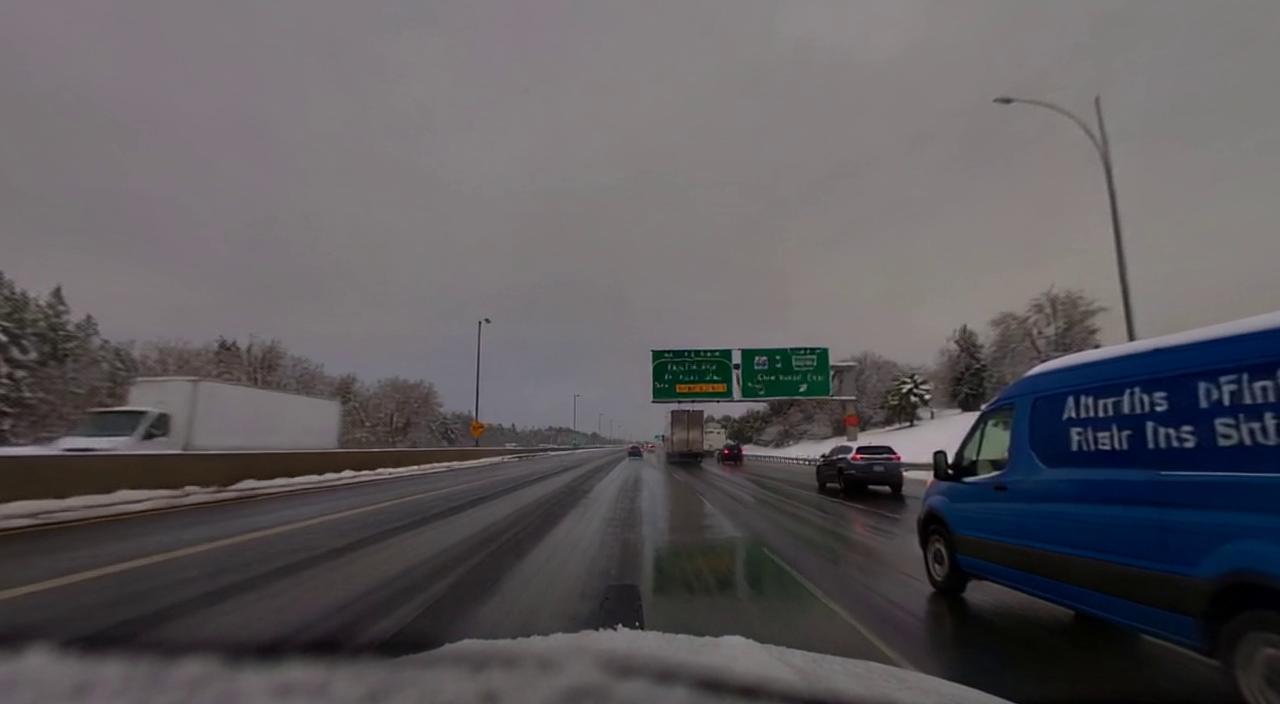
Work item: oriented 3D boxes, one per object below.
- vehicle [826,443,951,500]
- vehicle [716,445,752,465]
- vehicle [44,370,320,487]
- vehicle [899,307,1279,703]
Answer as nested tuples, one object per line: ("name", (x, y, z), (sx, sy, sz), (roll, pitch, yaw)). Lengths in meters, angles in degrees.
("vehicle", (7.134, 3.444, 18.710), (1.837, 1.452, 4.414), (0, -9, -1))
("vehicle", (7.299, 8.044, 49.417), (2.008, 1.471, 4.591), (0, -9, -1))
("vehicle", (-17.275, 3.215, 25.518), (2.999, 3.721, 10.788), (0, -9, 0))
("vehicle", (3.684, 0.981, 3.941), (2.035, 1.931, 4.841), (0, -9, 0))
